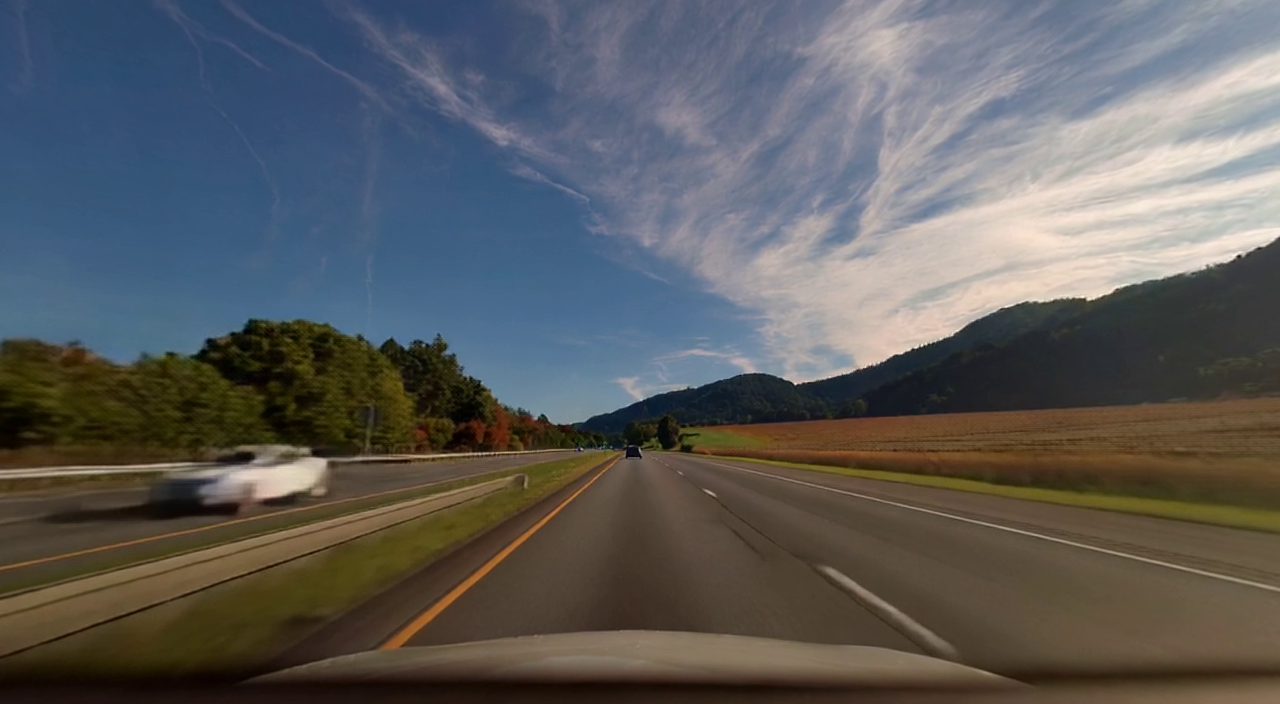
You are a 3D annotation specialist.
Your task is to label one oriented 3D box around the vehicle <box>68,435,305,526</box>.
[{"bbox_3d":[-8.215,2.338,11.906,1.739,1.432,3.639,0,-9,0],"label":"vehicle"}]
